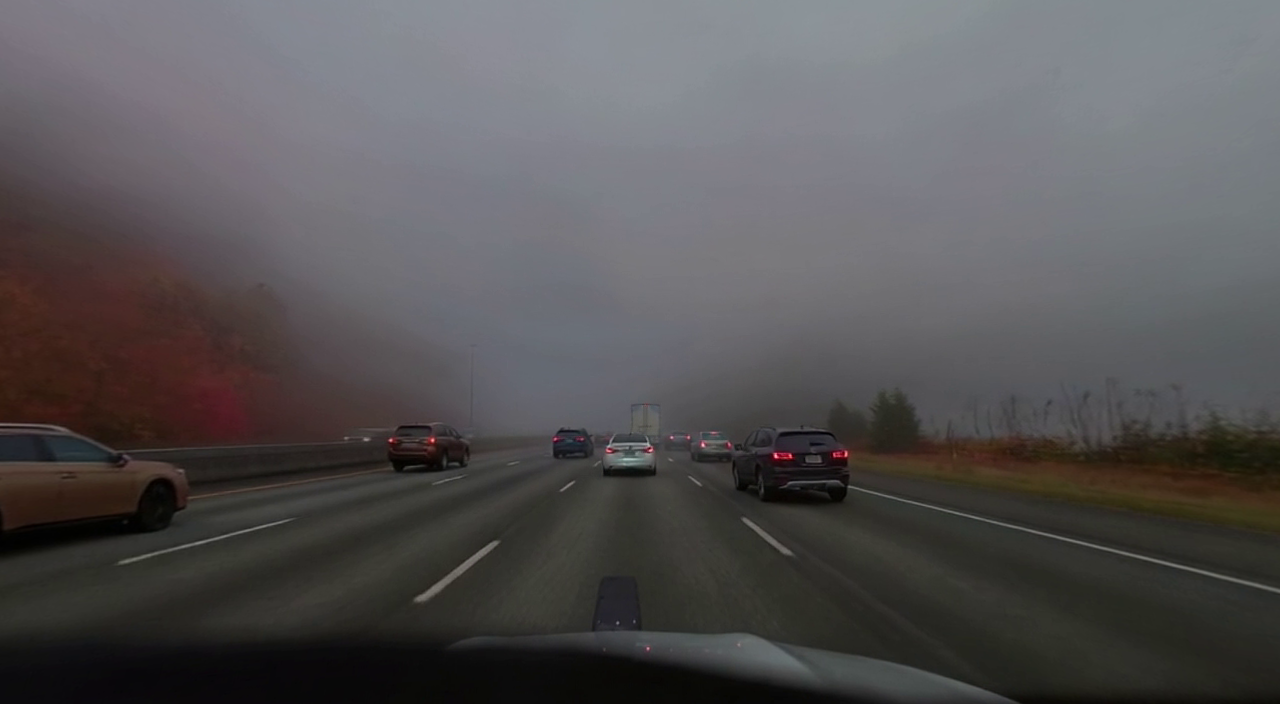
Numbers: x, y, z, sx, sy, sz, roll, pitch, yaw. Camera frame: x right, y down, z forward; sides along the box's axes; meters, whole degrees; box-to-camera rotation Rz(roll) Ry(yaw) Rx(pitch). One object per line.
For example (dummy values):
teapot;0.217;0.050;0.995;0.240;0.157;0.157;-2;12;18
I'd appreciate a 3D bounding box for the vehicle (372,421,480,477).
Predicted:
vehicle;-7.473;3.424;22.542;2.117;1.779;4.745;0;-8;1

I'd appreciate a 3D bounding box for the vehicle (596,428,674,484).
vehicle;-0.143;3.119;19.272;2.111;1.494;4.364;0;-8;0

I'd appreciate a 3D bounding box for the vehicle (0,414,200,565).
vehicle;-7.470;1.511;7.212;1.934;1.526;3.966;0;-8;0

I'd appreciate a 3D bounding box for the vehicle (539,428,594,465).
vehicle;-3.537;4.626;30.992;2.064;1.672;4.277;0;-8;1

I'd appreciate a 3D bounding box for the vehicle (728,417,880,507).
vehicle;3.348;2.326;13.831;2.095;1.650;4.331;0;-8;-1

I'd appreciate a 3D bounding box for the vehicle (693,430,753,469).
vehicle;3.487;4.196;27.358;1.972;1.516;4.514;0;-8;0

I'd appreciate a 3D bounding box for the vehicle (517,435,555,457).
vehicle;-7.042;6.382;42.966;1.896;1.429;4.348;0;-8;0
